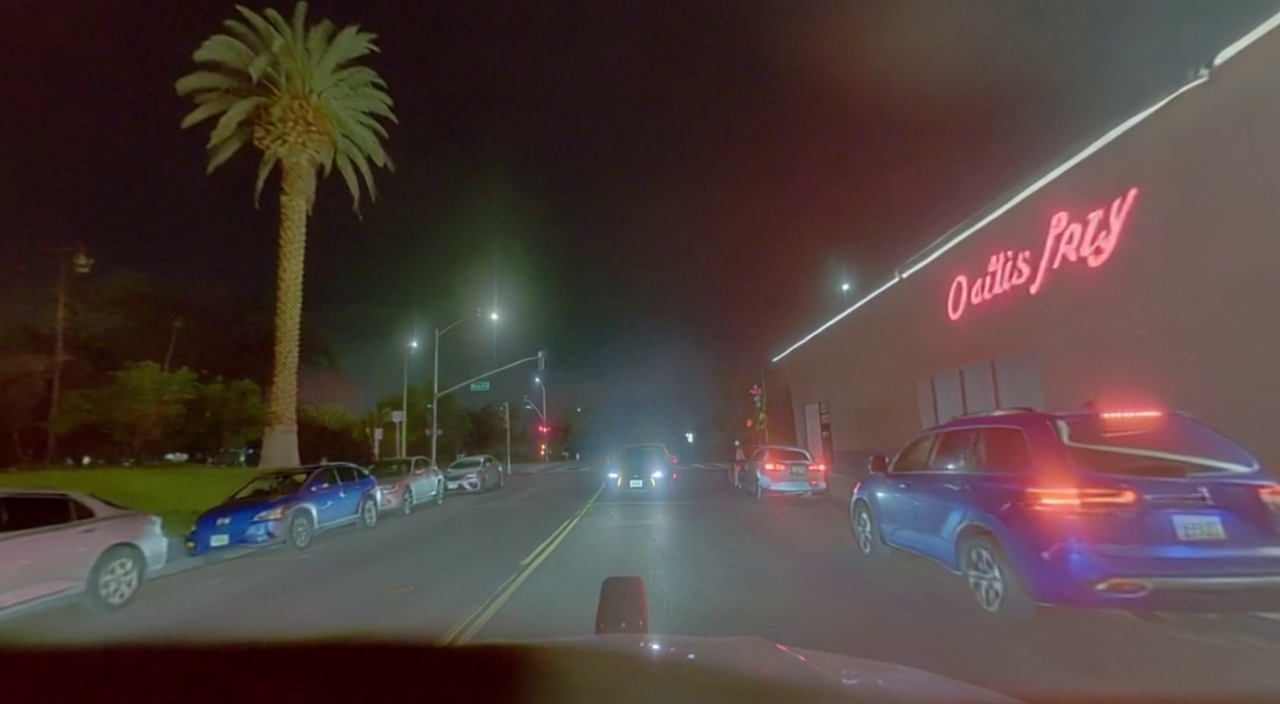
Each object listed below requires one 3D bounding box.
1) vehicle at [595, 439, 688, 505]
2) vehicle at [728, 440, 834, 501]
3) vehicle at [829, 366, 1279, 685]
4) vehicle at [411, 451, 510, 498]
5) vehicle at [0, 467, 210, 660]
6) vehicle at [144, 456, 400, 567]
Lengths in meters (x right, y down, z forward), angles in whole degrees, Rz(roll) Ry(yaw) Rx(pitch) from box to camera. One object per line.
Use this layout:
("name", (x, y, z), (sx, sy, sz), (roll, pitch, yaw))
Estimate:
("vehicle", (0.023, 2.968, 16.075), (2.060, 1.452, 4.078), (0, -9, 0))
("vehicle", (3.644, 3.140, 17.191), (1.821, 1.417, 4.454), (0, -9, 0))
("vehicle", (3.671, 1.349, 6.198), (2.099, 1.786, 5.198), (0, -9, 1))
("vehicle", (-6.301, 4.325, 22.767), (2.105, 1.469, 4.693), (0, -9, 1))
("vehicle", (-6.148, 1.768, 5.145), (1.874, 1.472, 4.668), (0, -8, 2))
("vehicle", (-6.139, 2.659, 11.318), (1.850, 1.482, 4.454), (0, -8, 1))
